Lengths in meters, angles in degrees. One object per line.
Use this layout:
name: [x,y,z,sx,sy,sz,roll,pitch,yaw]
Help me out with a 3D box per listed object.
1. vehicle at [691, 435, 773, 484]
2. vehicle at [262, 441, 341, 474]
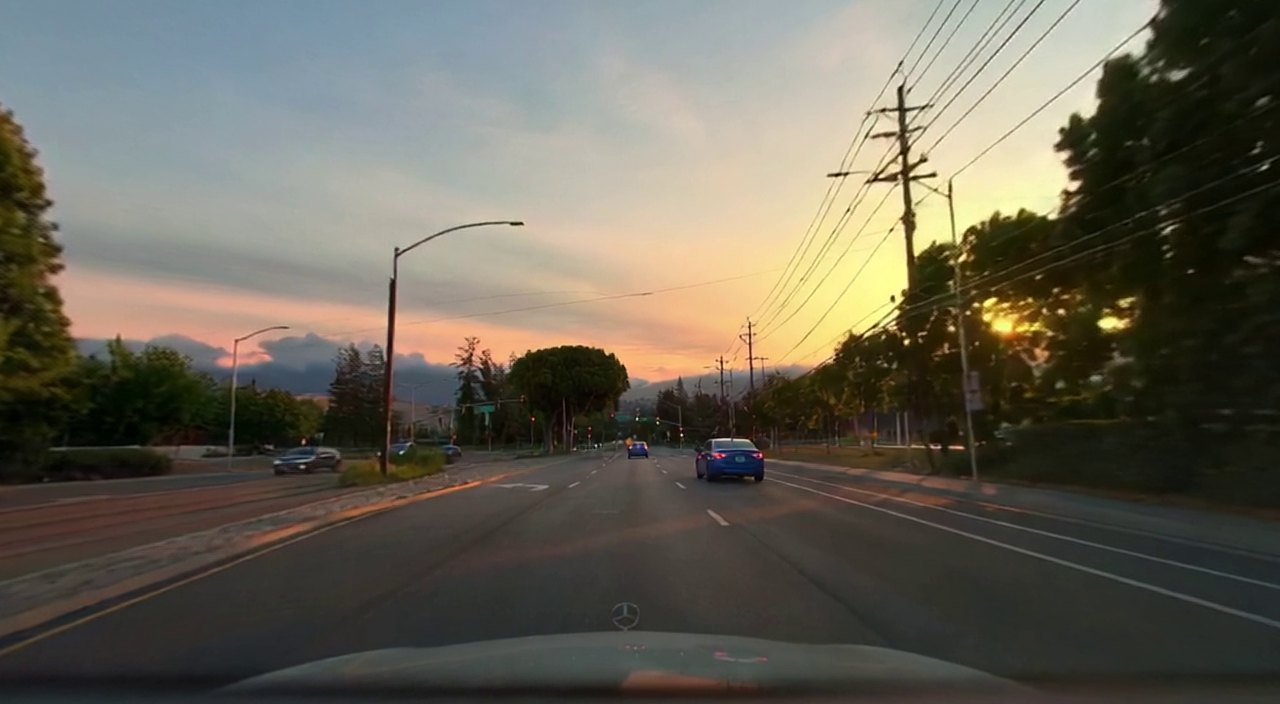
vehicle: [2.964,3.562,21.345,2.004,1.448,4.263,0,-8,-2]
vehicle: [-20.097,6.236,37.785,1.969,1.818,4.889,0,-8,1]
